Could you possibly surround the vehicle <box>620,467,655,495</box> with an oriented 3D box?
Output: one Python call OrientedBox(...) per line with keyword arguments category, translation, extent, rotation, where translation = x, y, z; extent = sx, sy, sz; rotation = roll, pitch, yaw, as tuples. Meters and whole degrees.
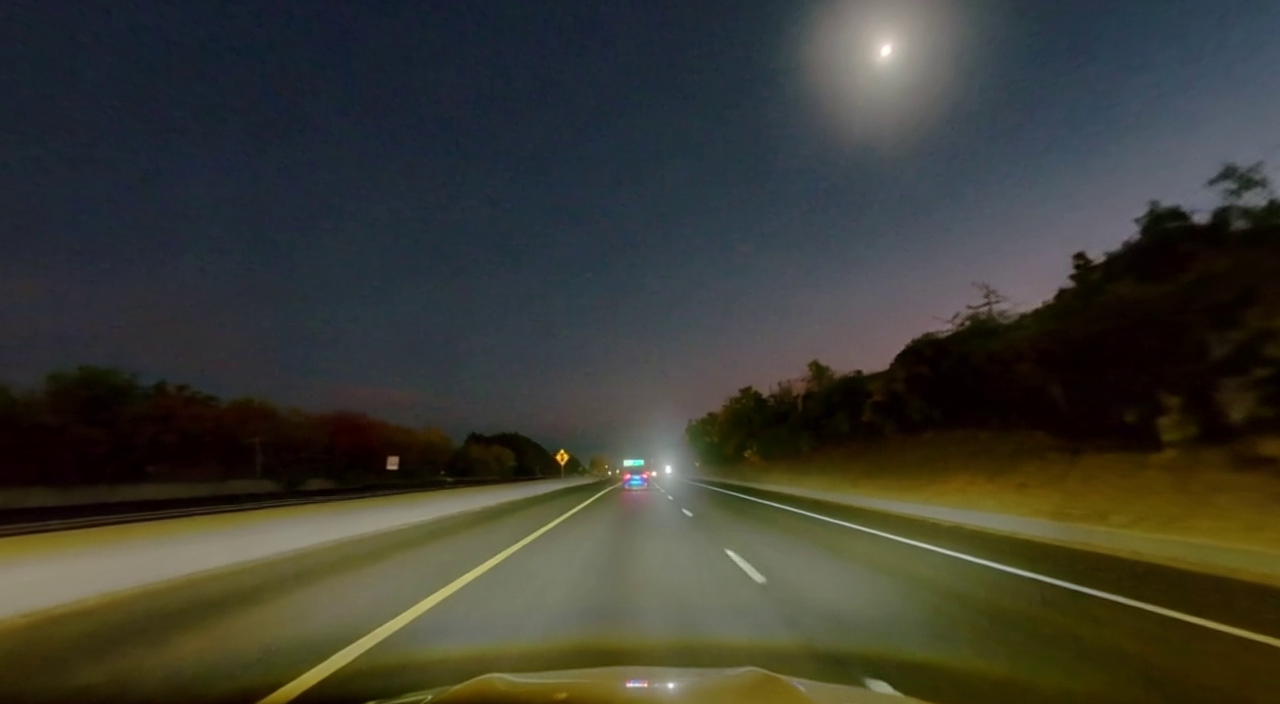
OrientedBox(category="vehicle", translation=(-0.145, 7.707, 37.938), extent=(2.016, 1.530, 4.009), rotation=(1, -11, 0))
